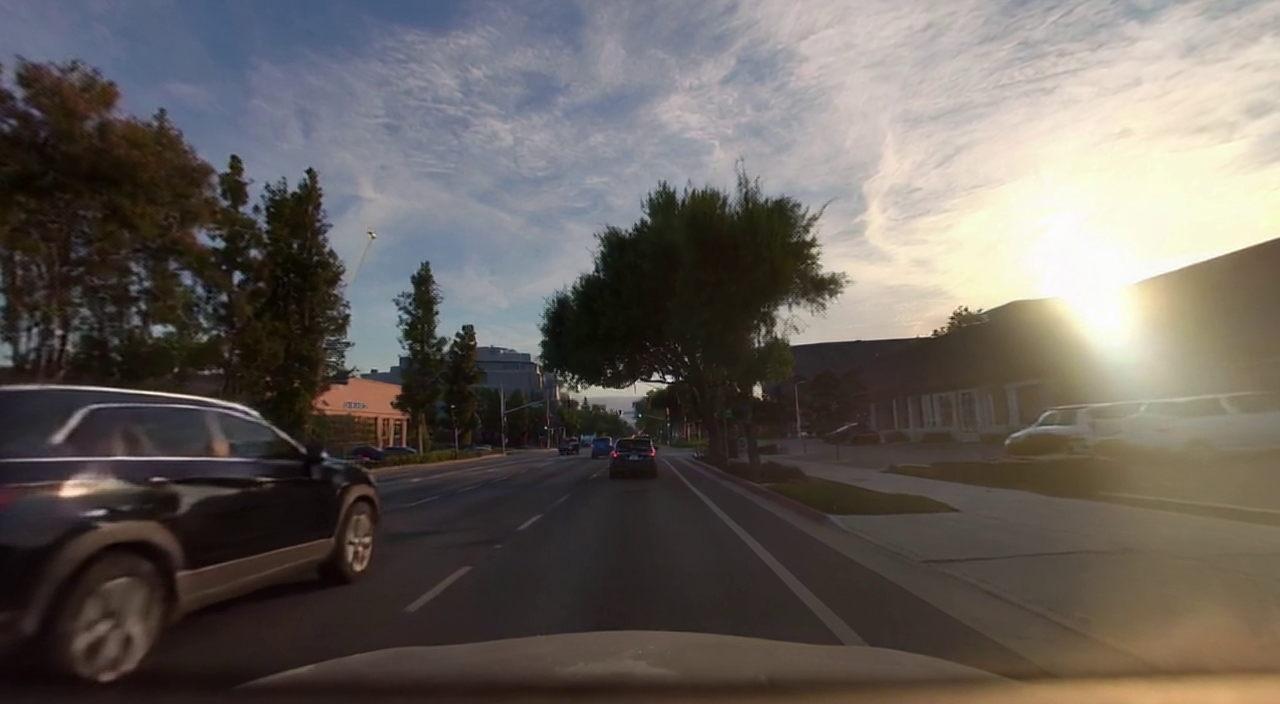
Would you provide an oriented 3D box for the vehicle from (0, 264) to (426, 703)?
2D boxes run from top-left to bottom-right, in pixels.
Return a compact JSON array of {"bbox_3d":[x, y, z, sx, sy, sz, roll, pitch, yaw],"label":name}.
[{"bbox_3d":[-3.641,0.913,4.261,2.358,1.990,5.447,0,-8,1],"label":"vehicle"}]

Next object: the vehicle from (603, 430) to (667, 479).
[{"bbox_3d":[-0.139,3.667,22.848,2.108,1.612,4.246,0,-8,1],"label":"vehicle"}]
